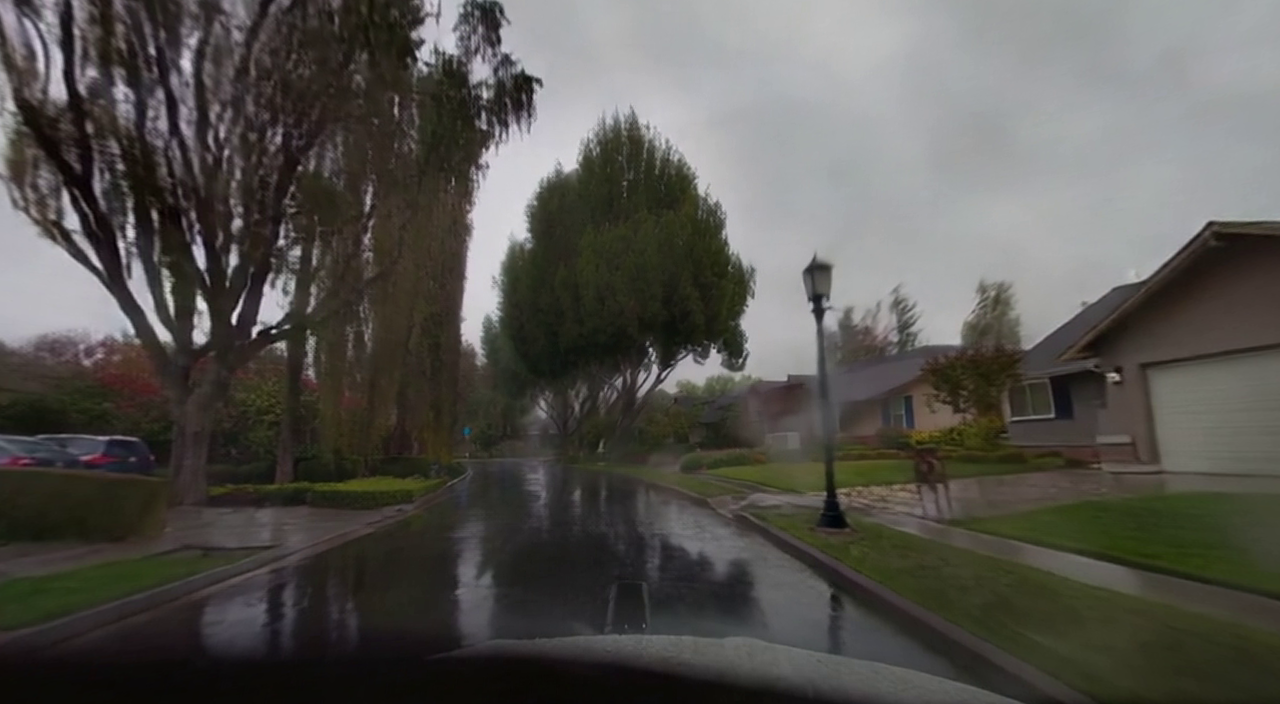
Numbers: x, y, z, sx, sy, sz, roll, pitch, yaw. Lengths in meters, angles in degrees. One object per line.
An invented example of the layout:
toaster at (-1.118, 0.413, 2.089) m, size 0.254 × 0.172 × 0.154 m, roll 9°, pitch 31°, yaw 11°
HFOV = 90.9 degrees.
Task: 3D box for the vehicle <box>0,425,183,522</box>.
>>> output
vehicle at (-11.552, 2.222, 11.811) m, size 4.471 × 1.638 × 1.877 m, roll 0°, pitch -8°, yaw 1°
